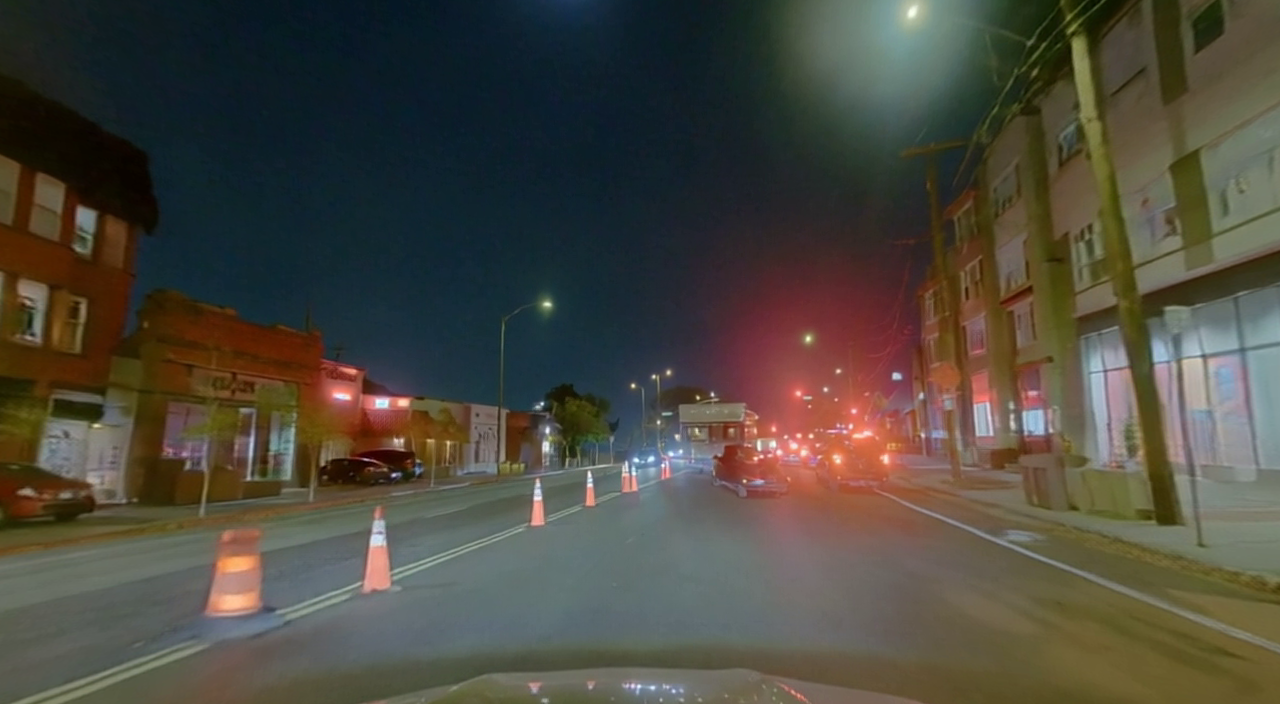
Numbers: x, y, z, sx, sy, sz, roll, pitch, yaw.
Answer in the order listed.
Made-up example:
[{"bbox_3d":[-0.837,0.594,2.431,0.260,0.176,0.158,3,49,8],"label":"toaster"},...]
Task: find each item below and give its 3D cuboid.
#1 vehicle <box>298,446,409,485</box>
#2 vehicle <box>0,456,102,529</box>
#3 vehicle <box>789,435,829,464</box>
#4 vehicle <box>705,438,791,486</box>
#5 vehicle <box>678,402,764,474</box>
[{"bbox_3d":[-13.555,5.345,30.008,4.397,1.698,1.932,-2,-9,12],"label":"vehicle"},{"bbox_3d":[-16.030,3.262,15.054,4.952,1.510,2.115,-1,-9,11],"label":"vehicle"},{"bbox_3d":[12.081,6.919,44.956,2.110,1.942,4.376,-3,-9,22],"label":"vehicle"},{"bbox_3d":[3.658,3.794,22.160,2.159,1.506,4.086,1,-8,-2],"label":"vehicle"},{"bbox_3d":[4.917,4.877,35.449,2.977,3.271,12.748,-2,-9,15],"label":"vehicle"}]
